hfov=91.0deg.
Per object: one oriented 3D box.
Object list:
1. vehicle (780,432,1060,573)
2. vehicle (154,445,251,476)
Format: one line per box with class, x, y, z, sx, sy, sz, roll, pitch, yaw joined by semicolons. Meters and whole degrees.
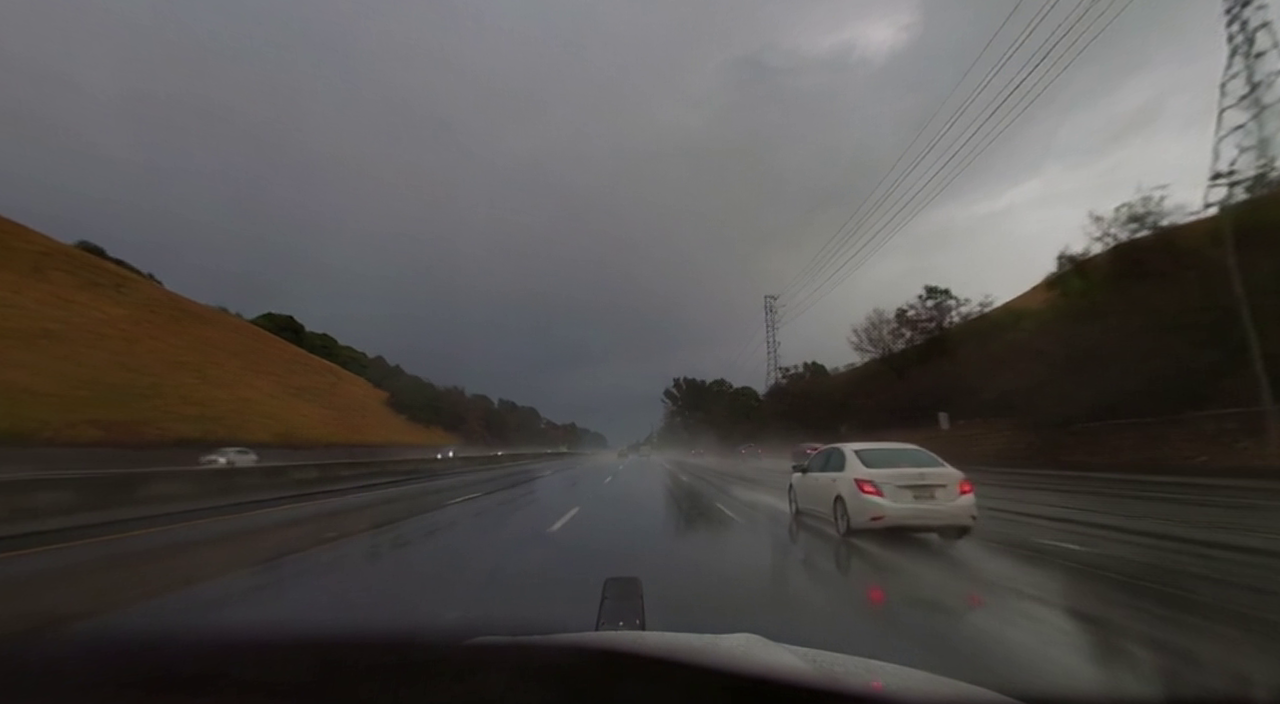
vehicle;3.603;2.006;9.244;2.086;1.542;4.355;0;-8;0
vehicle;-29.379;7.261;42.629;2.246;1.933;5.916;0;-8;1
